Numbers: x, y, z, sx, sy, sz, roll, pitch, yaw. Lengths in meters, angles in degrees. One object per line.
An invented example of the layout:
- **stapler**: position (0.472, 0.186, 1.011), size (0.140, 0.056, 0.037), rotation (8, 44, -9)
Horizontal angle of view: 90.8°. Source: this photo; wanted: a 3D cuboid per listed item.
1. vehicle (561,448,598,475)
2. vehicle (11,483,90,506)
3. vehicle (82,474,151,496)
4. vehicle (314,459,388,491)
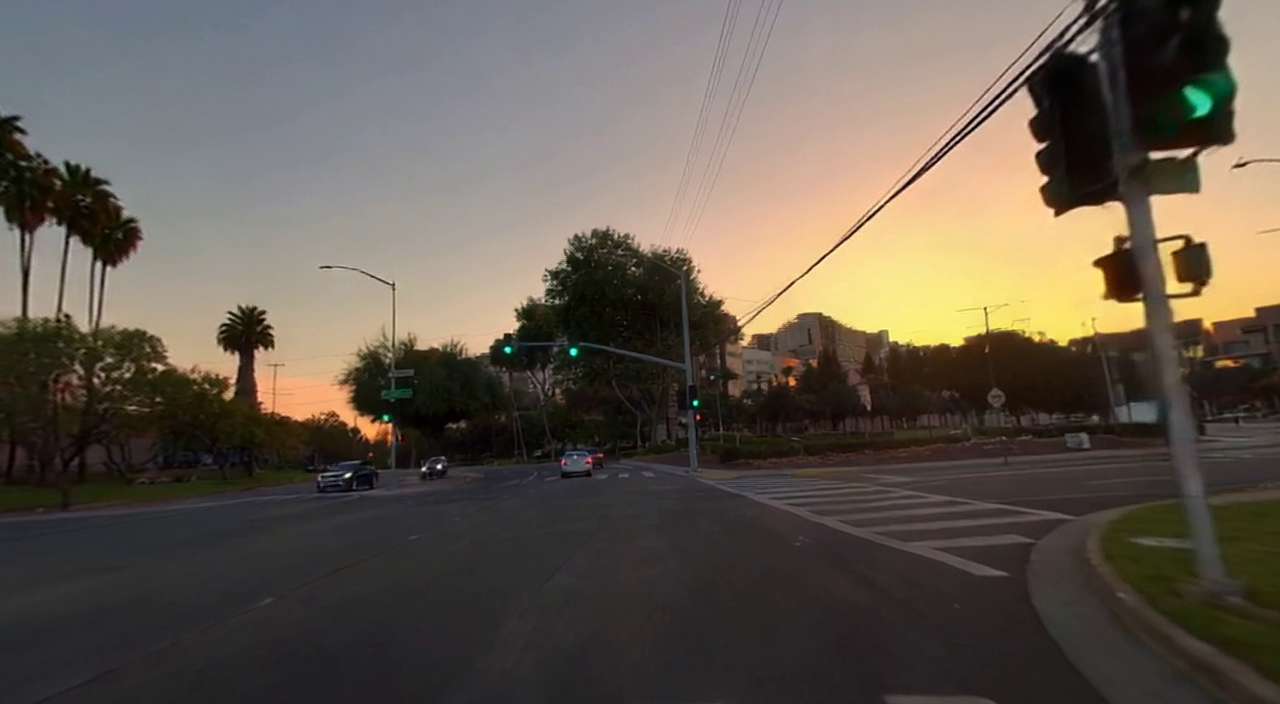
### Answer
- **vehicle**: position (-3.558, 6.484, 37.730), size (2.063, 1.474, 4.334), rotation (0, -9, -4)
- **vehicle**: position (-41.629, 10.064, 44.664), size (3.543, 1.445, 1.912), rotation (0, -9, -3)
- **vehicle**: position (-41.349, 10.510, 49.949), size (3.829, 1.510, 1.790), rotation (0, -9, -3)
- **vehicle**: position (-15.613, 6.645, 34.410), size (1.997, 1.480, 4.715), rotation (0, -9, -3)
